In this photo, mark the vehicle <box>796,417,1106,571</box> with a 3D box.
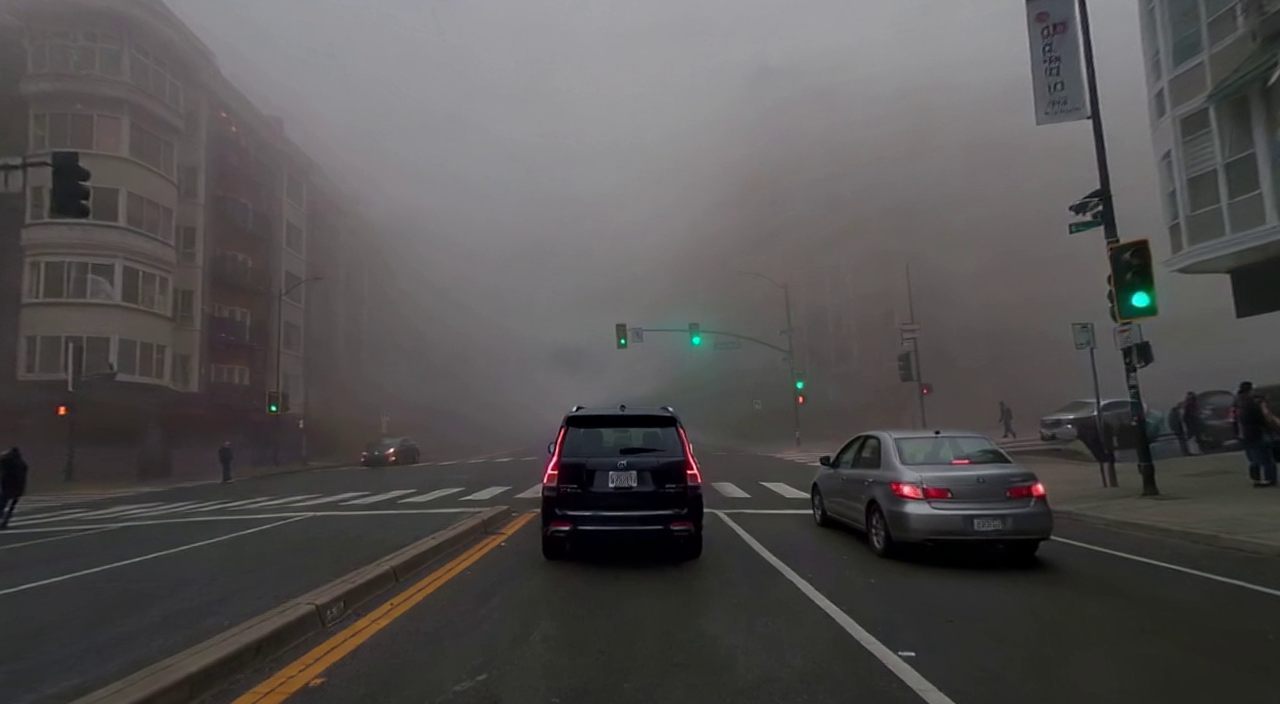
[{"bbox_3d":[3.693,1.773,8.680,1.987,1.538,4.510,0,-8,0],"label":"vehicle"}]

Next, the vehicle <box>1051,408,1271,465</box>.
[{"bbox_3d":[14.282,2.365,17.555,4.354,1.466,1.863,0,-8,2],"label":"vehicle"}]

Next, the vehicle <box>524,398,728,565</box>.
[{"bbox_3d":[-0.132,1.699,8.906,2.168,1.776,4.135,0,-8,1],"label":"vehicle"}]

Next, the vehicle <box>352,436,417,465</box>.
[{"bbox_3d":[-16.322,6.328,40.671,2.132,1.710,4.504,0,-8,2],"label":"vehicle"}]

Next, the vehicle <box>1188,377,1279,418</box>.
[{"bbox_3d":[26.578,1.989,27.168,4.287,1.639,1.729,0,-8,1],"label":"vehicle"}]
